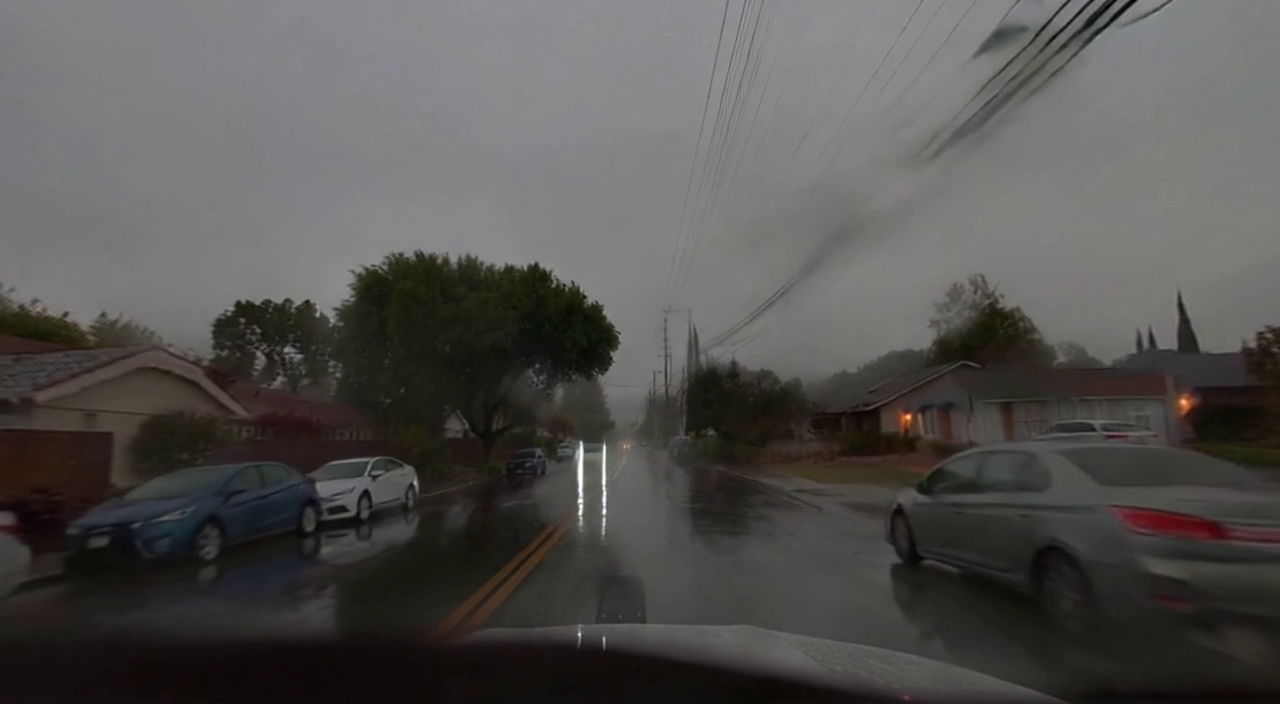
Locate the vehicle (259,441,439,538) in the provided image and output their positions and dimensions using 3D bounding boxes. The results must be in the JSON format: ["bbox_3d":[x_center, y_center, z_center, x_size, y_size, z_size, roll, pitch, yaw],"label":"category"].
[{"bbox_3d":[-6.498,3.058,14.801,1.985,1.712,4.703,-5,-9,0],"label":"vehicle"}]

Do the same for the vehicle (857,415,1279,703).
[{"bbox_3d":[3.772,1.416,5.387,2.108,1.493,4.878,0,-9,0],"label":"vehicle"}]

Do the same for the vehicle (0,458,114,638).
[{"bbox_3d":[-6.160,1.516,4.127,1.813,1.447,4.437,-3,-9,-3],"label":"vehicle"}]

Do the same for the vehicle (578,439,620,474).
[{"bbox_3d":[-2.569,6.622,40.310,2.154,2.051,4.571,-2,-9,3],"label":"vehicle"}]

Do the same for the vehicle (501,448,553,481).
[{"bbox_3d":[-6.212,6.213,35.215,2.055,1.666,4.168,-2,-9,1],"label":"vehicle"}]

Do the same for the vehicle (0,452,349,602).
[{"bbox_3d":[-6.410,2.341,9.525,1.995,1.469,4.931,-4,-8,-4],"label":"vehicle"}]
